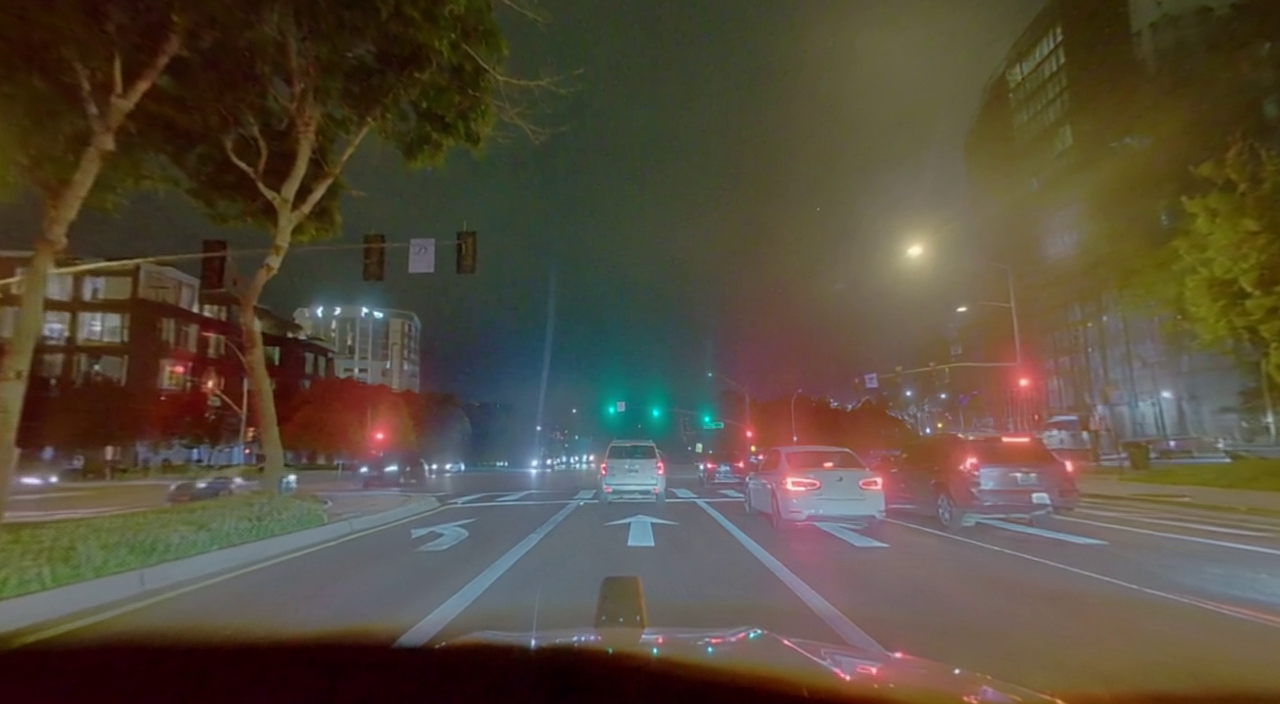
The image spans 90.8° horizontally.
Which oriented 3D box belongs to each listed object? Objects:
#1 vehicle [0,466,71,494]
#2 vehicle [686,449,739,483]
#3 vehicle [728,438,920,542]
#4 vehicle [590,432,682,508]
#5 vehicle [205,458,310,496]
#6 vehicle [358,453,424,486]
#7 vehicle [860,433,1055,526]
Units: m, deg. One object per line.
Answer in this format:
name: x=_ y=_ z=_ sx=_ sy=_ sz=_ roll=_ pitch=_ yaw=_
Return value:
vehicle: x=-35.125 y=7.105 z=35.039 sx=4.845 sy=1.442 sz=1.880 roll=2 pitch=-9 yaw=-13
vehicle: x=3.488 y=5.604 z=31.266 sx=2.004 sy=1.523 sz=4.263 roll=0 pitch=-9 yaw=-1
vehicle: x=3.142 y=2.468 z=12.054 sx=2.034 sy=1.558 sz=4.774 roll=0 pitch=-9 yaw=-2
vehicle: x=-0.122 y=3.216 z=17.645 sx=2.236 sy=1.827 sz=4.316 roll=0 pitch=-9 yaw=0
vehicle: x=-17.559 y=5.753 z=29.335 sx=1.911 sy=1.483 sz=4.849 roll=-1 pitch=-9 yaw=0
vehicle: x=-14.235 y=6.702 z=36.434 sx=1.961 sy=1.693 sz=4.557 roll=0 pitch=-9 yaw=0
vehicle: x=6.721 y=2.717 z=14.058 sx=1.987 sy=1.730 sz=4.373 roll=0 pitch=-9 yaw=-1
